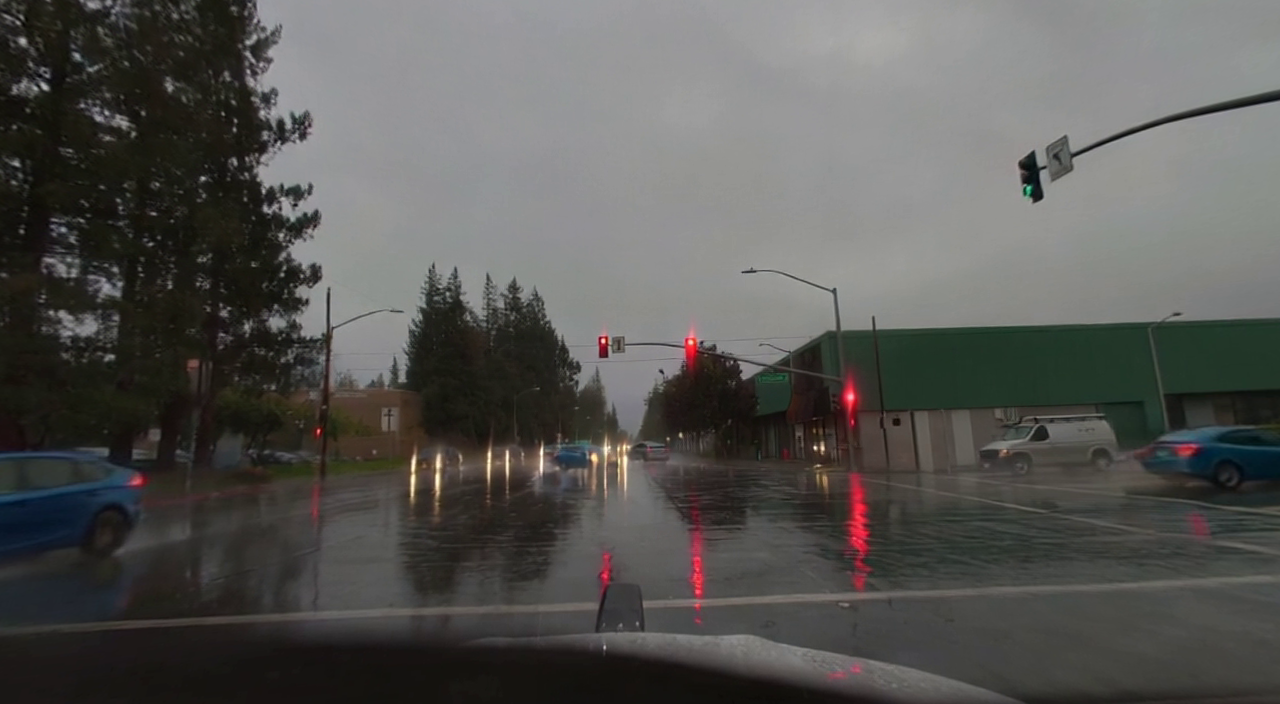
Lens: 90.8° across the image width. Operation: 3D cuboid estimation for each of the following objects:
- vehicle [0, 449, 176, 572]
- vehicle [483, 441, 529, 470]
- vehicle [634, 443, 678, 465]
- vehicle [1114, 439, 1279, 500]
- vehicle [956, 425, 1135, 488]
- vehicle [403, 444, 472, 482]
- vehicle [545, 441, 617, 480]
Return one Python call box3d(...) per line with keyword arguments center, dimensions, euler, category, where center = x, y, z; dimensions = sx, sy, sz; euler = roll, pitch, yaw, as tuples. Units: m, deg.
box3d(center=(-8.701, 2.000, 8.174), dimensions=(2.024, 1.460, 4.381), euler=(0, -9, 0), category="vehicle")
box3d(center=(-8.611, 6.693, 41.081), dimensions=(2.087, 1.718, 4.700), euler=(0, -9, -2), category="vehicle")
box3d(center=(1.013, 7.074, 44.105), dimensions=(1.919, 1.453, 4.828), euler=(2, -9, -13), category="vehicle")
box3d(center=(14.669, 2.893, 15.730), dimensions=(4.228, 1.416, 1.846), euler=(0, -9, -1), category="vehicle")
box3d(center=(14.819, 3.784, 23.129), dimensions=(5.910, 2.046, 2.228), euler=(3, -9, -20), category="vehicle")
box3d(center=(-8.635, 4.744, 27.357), dimensions=(1.779, 1.460, 4.463), euler=(0, -9, -4), category="vehicle")
box3d(center=(-2.564, 4.476, 26.391), dimensions=(1.935, 1.464, 4.562), euler=(3, -9, -19), category="vehicle")
